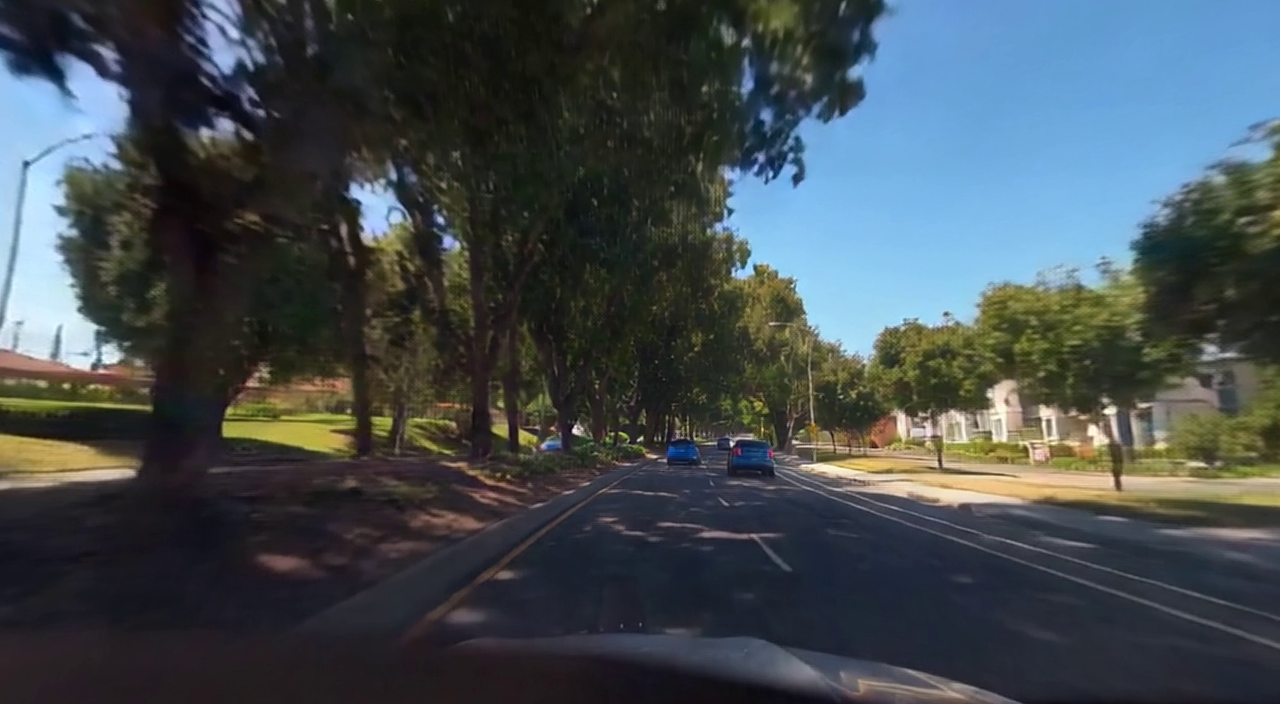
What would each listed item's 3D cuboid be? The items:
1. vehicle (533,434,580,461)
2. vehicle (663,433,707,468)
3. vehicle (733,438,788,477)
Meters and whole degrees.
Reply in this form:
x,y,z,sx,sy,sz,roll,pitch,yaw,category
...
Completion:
x,y,z,sx,sy,sz,roll,pitch,yaw,category
-5.540,6.423,42.217,1.981,1.652,4.609,-1,-9,7,vehicle
2.602,5.530,35.390,2.251,1.822,4.391,-1,-9,7,vehicle
5.481,4.839,29.059,1.971,1.663,4.287,-1,-9,5,vehicle
